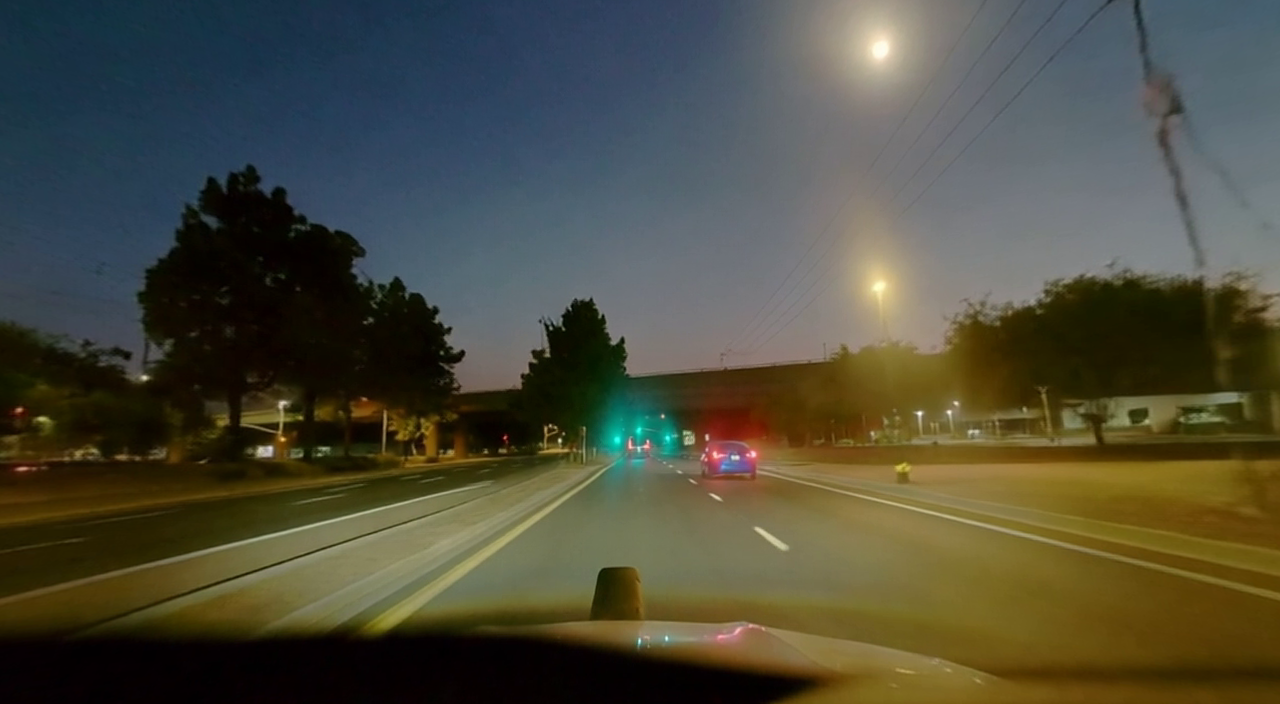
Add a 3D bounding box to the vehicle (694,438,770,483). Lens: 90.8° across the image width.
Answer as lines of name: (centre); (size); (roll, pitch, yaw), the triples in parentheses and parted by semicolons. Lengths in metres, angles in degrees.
vehicle: (3.303, 3.987, 23.520); (2.062, 1.484, 4.332); (0, -8, -1)
